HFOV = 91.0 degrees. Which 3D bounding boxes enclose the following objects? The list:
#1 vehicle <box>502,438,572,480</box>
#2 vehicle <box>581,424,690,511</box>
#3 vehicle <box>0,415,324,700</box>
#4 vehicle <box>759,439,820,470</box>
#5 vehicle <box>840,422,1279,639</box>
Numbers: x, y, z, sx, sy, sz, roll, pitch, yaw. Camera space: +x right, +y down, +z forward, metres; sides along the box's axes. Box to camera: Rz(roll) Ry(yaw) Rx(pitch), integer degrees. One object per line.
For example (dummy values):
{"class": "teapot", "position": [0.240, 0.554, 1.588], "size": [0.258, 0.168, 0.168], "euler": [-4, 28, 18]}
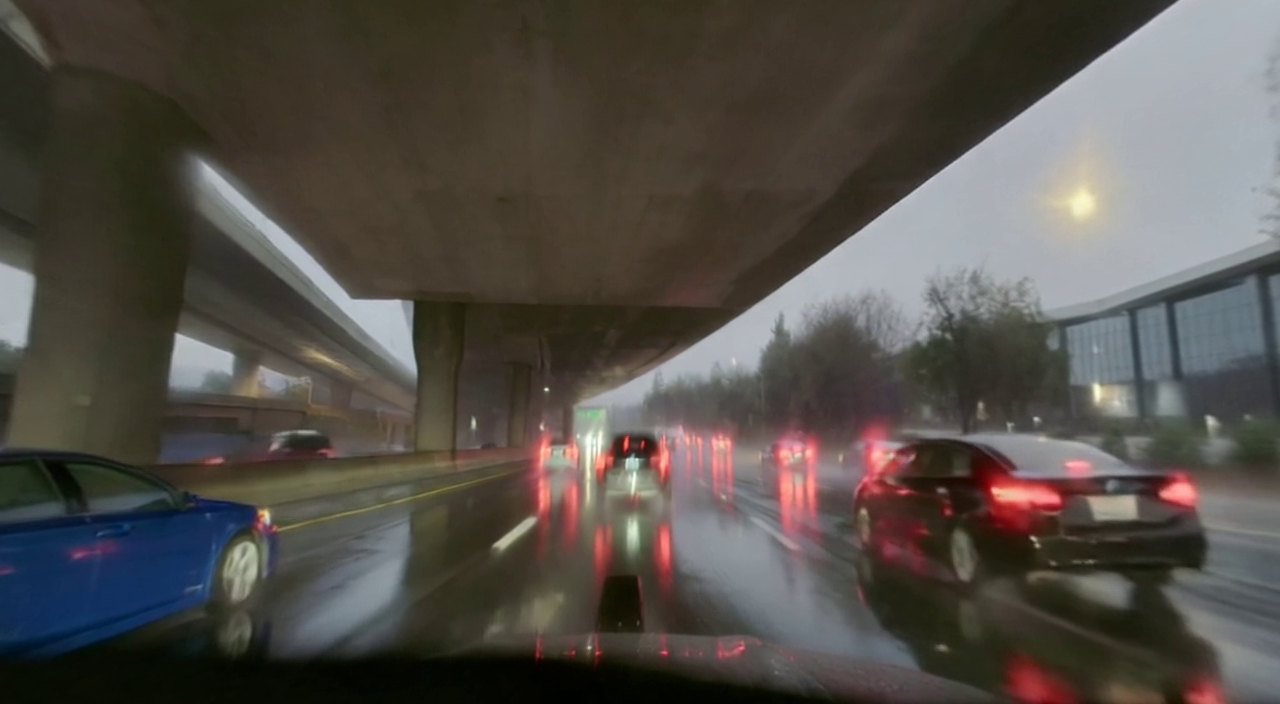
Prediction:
{"class": "vehicle", "position": [-3.967, 4.196, 24.965], "size": [1.947, 1.516, 4.295], "euler": [0, -9, 1]}
{"class": "vehicle", "position": [-0.060, 2.617, 14.670], "size": [2.181, 1.697, 4.021], "euler": [0, -9, 1]}
{"class": "vehicle", "position": [-4.334, 1.228, 4.335], "size": [1.974, 1.478, 4.412], "euler": [0, -9, 1]}
{"class": "vehicle", "position": [7.784, 5.384, 33.212], "size": [2.049, 1.521, 4.604], "euler": [0, -9, 0]}
{"class": "vehicle", "position": [3.906, 1.595, 6.750], "size": [2.031, 1.492, 4.577], "euler": [0, -9, 0]}
